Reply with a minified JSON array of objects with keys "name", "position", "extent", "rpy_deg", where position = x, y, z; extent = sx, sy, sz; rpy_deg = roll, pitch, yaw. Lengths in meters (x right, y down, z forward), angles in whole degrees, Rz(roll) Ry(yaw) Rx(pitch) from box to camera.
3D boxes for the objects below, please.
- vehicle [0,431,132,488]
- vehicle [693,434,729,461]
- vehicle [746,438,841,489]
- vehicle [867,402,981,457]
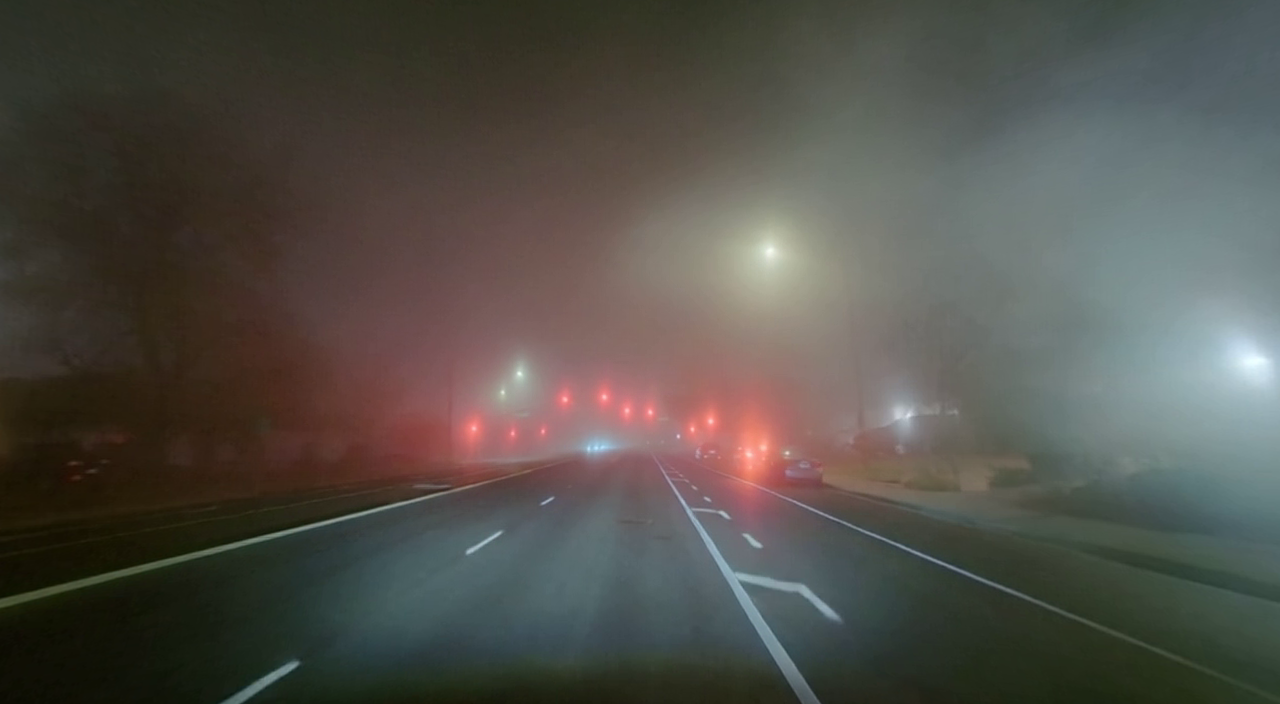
[{"name":"vehicle","position":[-21.015,3.664,21.757],"extent":[4.759,1.824,2.442],"rpy_deg":[0,-8,0]},{"name":"vehicle","position":[5.131,7.004,46.148],"extent":[2.170,1.869,4.594],"rpy_deg":[0,-8,2]},{"name":"vehicle","position":[4.732,3.492,20.136],"extent":[1.881,1.435,4.525],"rpy_deg":[0,-8,0]},{"name":"vehicle","position":[13.515,3.743,30.199],"extent":[4.284,1.725,1.981],"rpy_deg":[-12,-9,-1]}]
